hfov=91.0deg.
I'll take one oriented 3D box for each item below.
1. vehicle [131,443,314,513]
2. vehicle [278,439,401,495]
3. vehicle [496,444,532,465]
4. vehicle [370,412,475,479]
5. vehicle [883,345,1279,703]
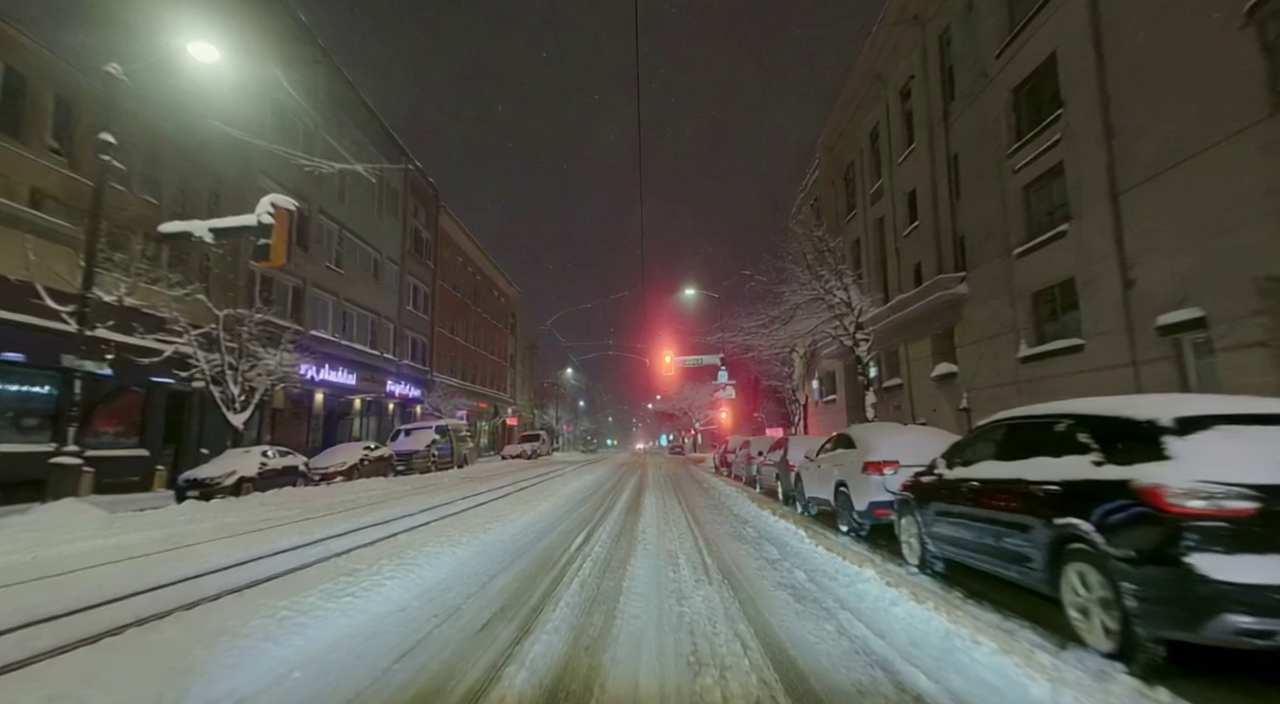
[{"bbox_3d":[-10.192,3.043,15.789,1.841,1.488,3.852,0,-8,2],"label":"vehicle"},{"bbox_3d":[-9.914,3.784,21.241,1.837,1.668,4.354,-1,-8,3],"label":"vehicle"},{"bbox_3d":[-9.460,7.719,47.495,1.897,1.464,4.209,0,-8,-1],"label":"vehicle"},{"bbox_3d":[-9.897,4.394,29.465,2.291,2.745,6.492,0,-9,3],"label":"vehicle"},{"bbox_3d":[3.591,1.087,4.563,1.879,1.645,4.461,0,-8,0],"label":"vehicle"}]
